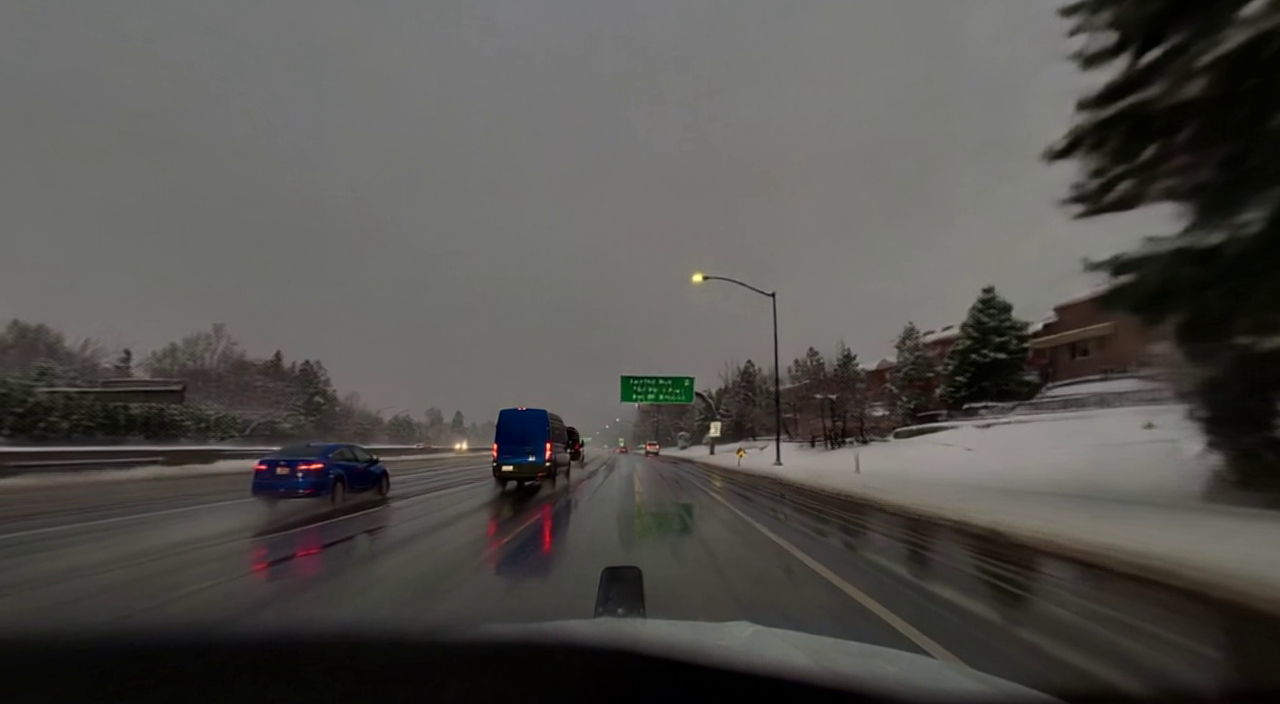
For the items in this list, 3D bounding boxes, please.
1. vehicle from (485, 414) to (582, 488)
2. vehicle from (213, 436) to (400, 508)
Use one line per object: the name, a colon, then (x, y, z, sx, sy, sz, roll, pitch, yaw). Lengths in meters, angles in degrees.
vehicle: (-3.536, 3.444, 22.062, 2.372, 2.248, 5.393, 0, -9, 1)
vehicle: (-7.958, 2.880, 15.661, 1.987, 1.490, 4.781, 0, -8, 1)
